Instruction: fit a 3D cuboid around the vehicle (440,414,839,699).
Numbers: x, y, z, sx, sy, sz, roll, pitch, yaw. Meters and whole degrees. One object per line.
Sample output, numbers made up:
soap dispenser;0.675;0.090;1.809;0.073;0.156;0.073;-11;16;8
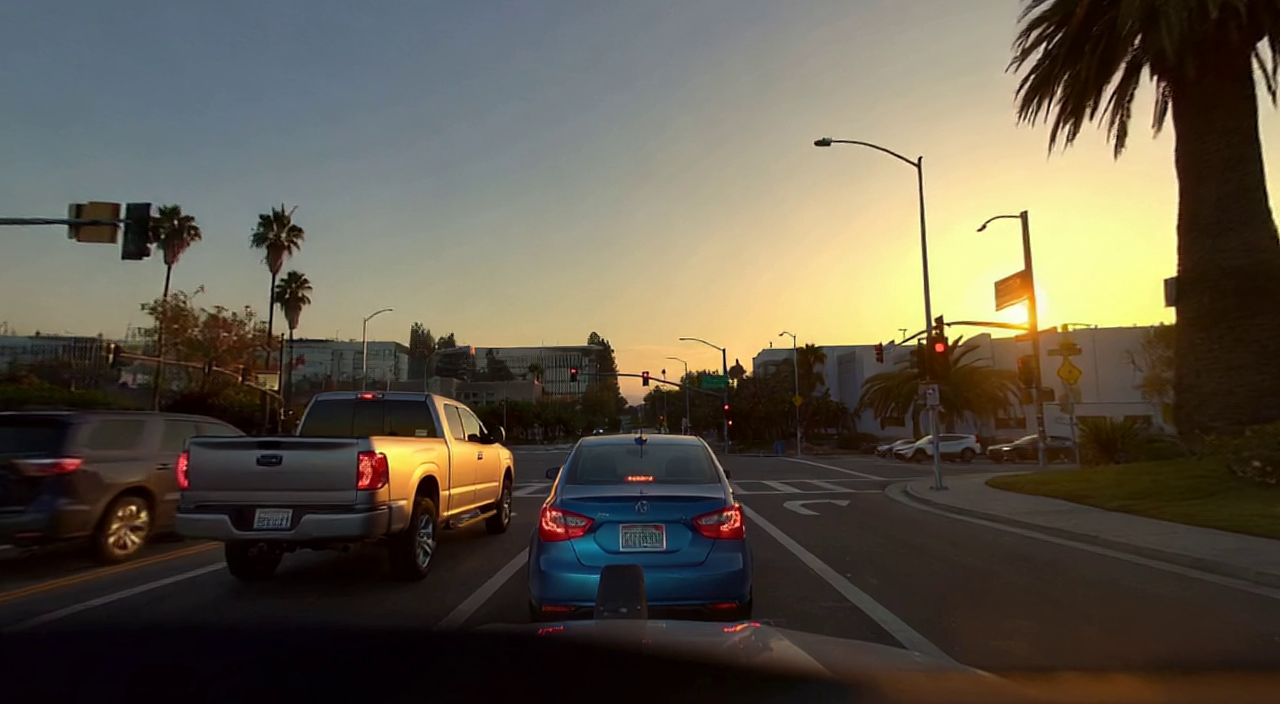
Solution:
vehicle;0.025;1.399;5.497;2.122;1.501;4.152;0;-8;1

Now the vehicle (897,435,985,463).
vehicle;18.787;6.070;39.295;4.466;1.717;1.963;0;-8;2

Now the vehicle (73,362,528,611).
vehicle;-3.241;1.479;7.901;2.330;1.969;5.626;-1;-8;3
